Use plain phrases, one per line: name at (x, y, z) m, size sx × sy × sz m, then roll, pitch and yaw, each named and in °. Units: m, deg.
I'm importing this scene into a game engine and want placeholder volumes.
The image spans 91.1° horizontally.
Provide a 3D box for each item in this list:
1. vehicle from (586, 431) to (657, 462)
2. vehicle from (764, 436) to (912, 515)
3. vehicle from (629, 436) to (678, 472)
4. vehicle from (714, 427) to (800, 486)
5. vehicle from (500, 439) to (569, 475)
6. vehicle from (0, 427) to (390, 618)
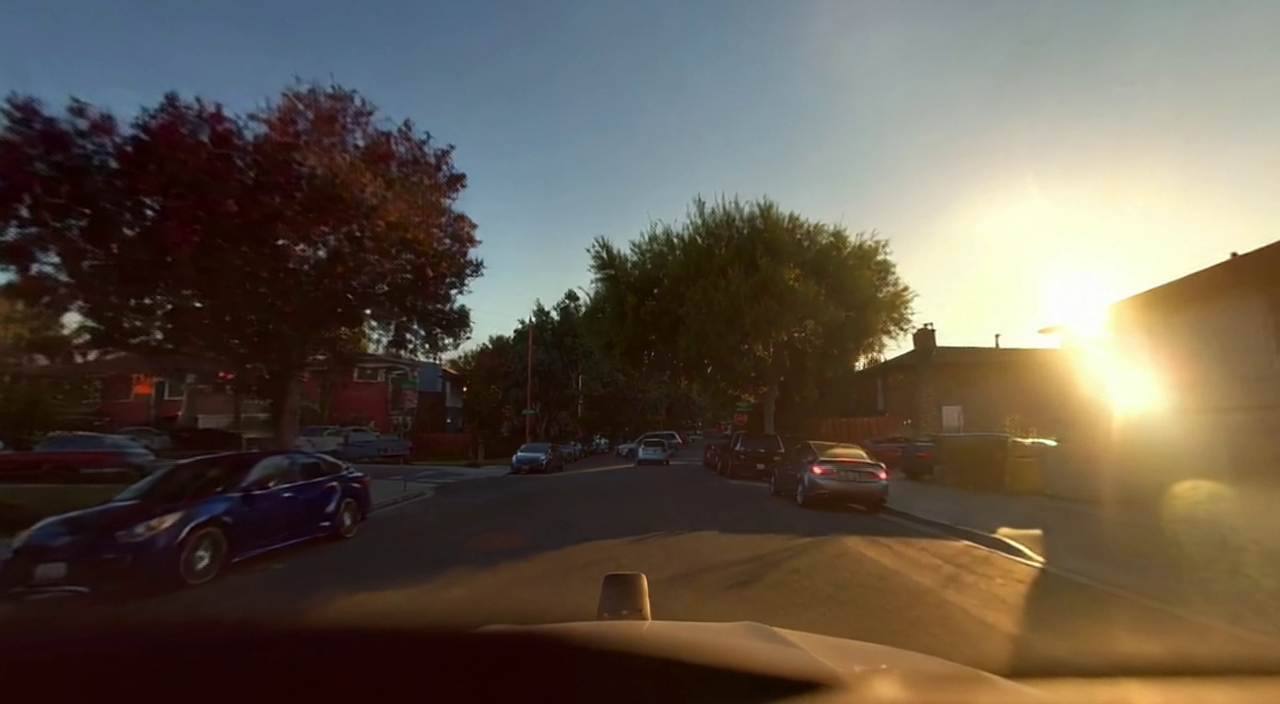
vehicle at (-1.435, 6.700, 44.638) m, size 2.337 × 2.039 × 6.413 m, roll 5°, pitch -10°, yaw -29°
vehicle at (4.179, 2.666, 14.081) m, size 1.876 × 1.477 × 4.324 m, roll 0°, pitch -8°, yaw 0°
vehicle at (0.567, 4.548, 28.204) m, size 2.010 × 1.499 × 4.107 m, roll 0°, pitch -9°, yaw 0°
vehicle at (3.964, 3.600, 21.961) m, size 2.144 × 1.751 × 4.472 m, roll 2°, pitch -8°, yaw 0°
vehicle at (-4.468, 4.536, 27.418) m, size 1.999 × 1.441 × 4.628 m, roll -1°, pitch -8°, yaw 3°
vehicle at (-4.880, 1.698, 7.347) m, size 1.909 × 1.492 × 4.615 m, roll 0°, pitch -8°, yaw 1°
